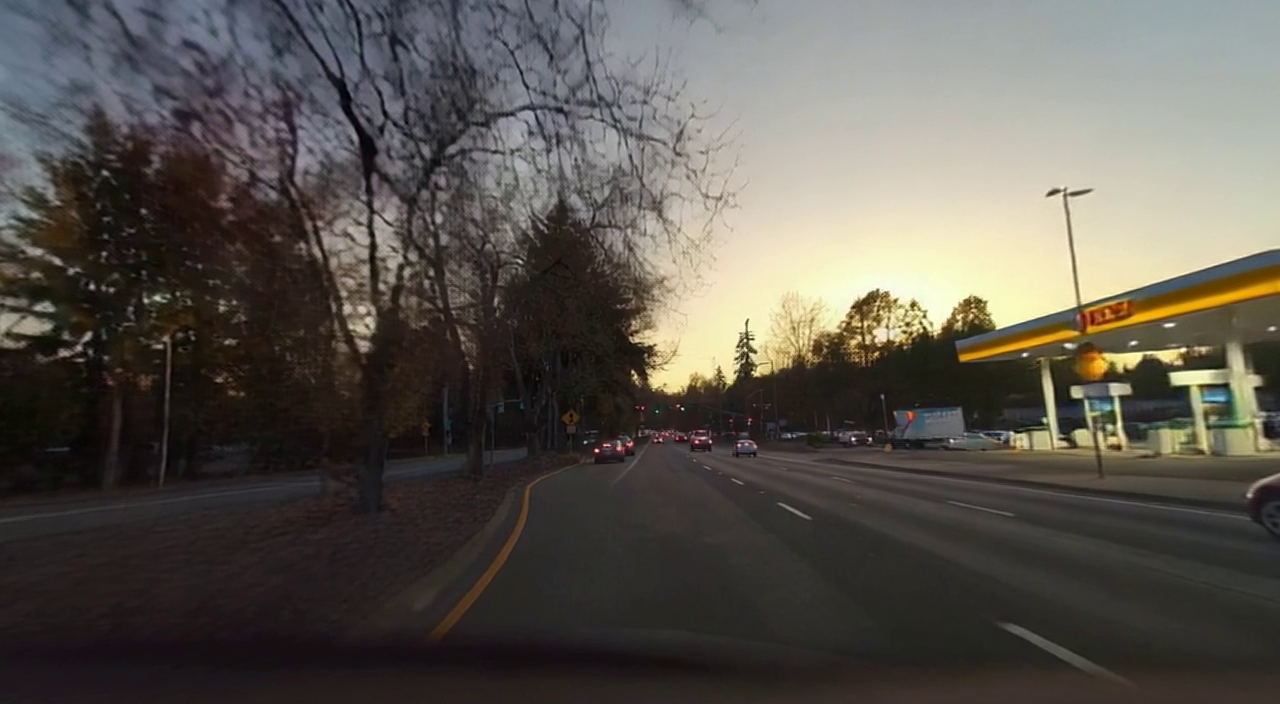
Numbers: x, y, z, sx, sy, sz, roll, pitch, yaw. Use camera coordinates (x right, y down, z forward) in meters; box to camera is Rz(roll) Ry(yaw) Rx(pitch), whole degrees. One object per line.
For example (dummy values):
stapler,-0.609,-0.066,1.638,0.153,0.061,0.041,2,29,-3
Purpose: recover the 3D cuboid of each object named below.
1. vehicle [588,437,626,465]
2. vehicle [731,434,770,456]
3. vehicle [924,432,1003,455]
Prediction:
vehicle,-1.823,5.626,35.950,2.032,1.461,4.173,0,-9,-1
vehicle,8.636,7.324,49.637,1.991,1.695,4.357,1,-9,-4
vehicle,22.146,6.294,43.374,1.784,1.472,4.532,4,-10,-26
